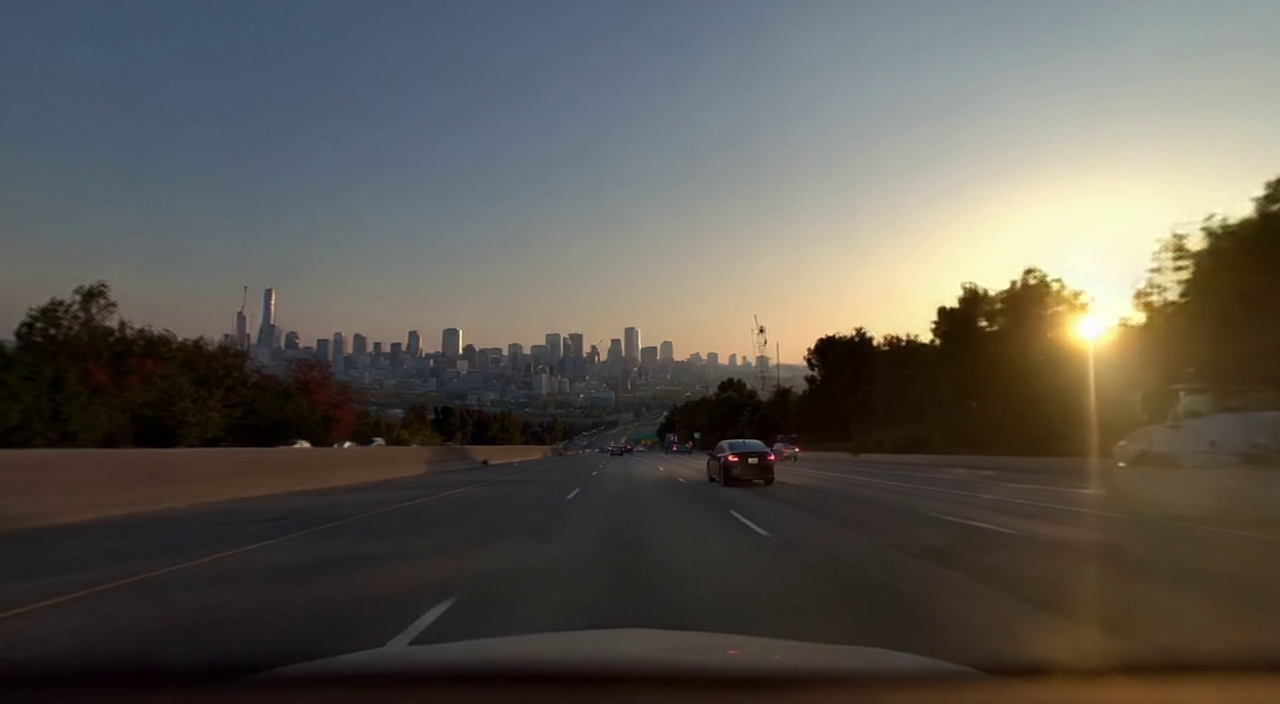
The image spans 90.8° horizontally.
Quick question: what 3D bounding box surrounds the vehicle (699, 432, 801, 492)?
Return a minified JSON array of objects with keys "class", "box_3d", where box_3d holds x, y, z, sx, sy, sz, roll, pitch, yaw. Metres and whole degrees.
[{"class":"vehicle","box_3d":[3.401,3.531,20.607,2.305,1.729,4.526,0,-8,-3]}]
